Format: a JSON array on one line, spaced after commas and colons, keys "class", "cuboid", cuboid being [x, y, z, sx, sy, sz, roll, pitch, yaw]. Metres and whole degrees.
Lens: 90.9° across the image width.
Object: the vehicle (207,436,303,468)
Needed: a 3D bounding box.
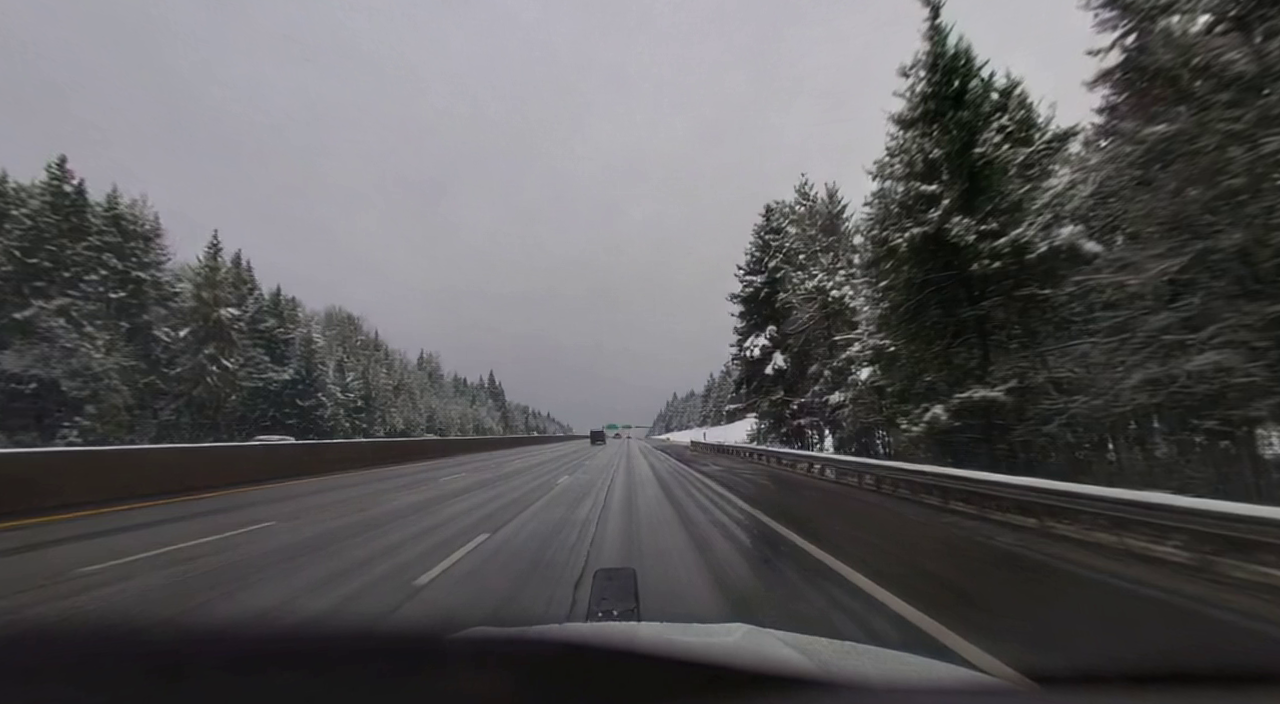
[{"class": "vehicle", "cuboid": [-19.169, 4.957, 31.647, 2.056, 1.492, 4.392, 0, -8, -1]}]
